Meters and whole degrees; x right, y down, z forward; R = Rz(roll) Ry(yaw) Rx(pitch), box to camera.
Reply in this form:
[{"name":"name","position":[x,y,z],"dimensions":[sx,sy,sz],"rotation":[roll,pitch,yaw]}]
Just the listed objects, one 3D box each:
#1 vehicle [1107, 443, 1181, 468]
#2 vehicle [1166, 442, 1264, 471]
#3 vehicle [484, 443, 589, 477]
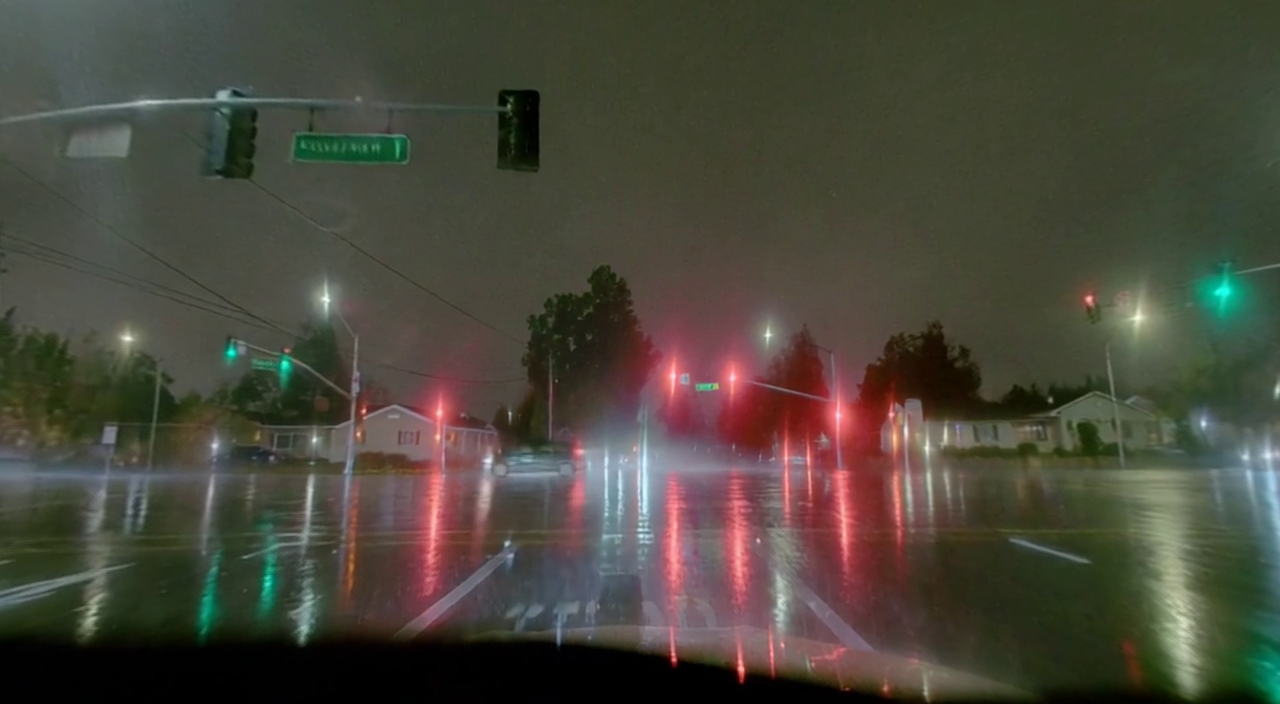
[{"name":"vehicle","position":[37.572,7.708,47.215],"dimensions":[1.853,1.723,4.460],"rotation":[0,-9,1]},{"name":"vehicle","position":[38.287,6.951,42.213],"dimensions":[1.915,1.773,4.499],"rotation":[1,-9,-8]},{"name":"vehicle","position":[-4.762,5.039,29.516],"dimensions":[4.560,1.463,1.858],"rotation":[-1,-9,2]}]
